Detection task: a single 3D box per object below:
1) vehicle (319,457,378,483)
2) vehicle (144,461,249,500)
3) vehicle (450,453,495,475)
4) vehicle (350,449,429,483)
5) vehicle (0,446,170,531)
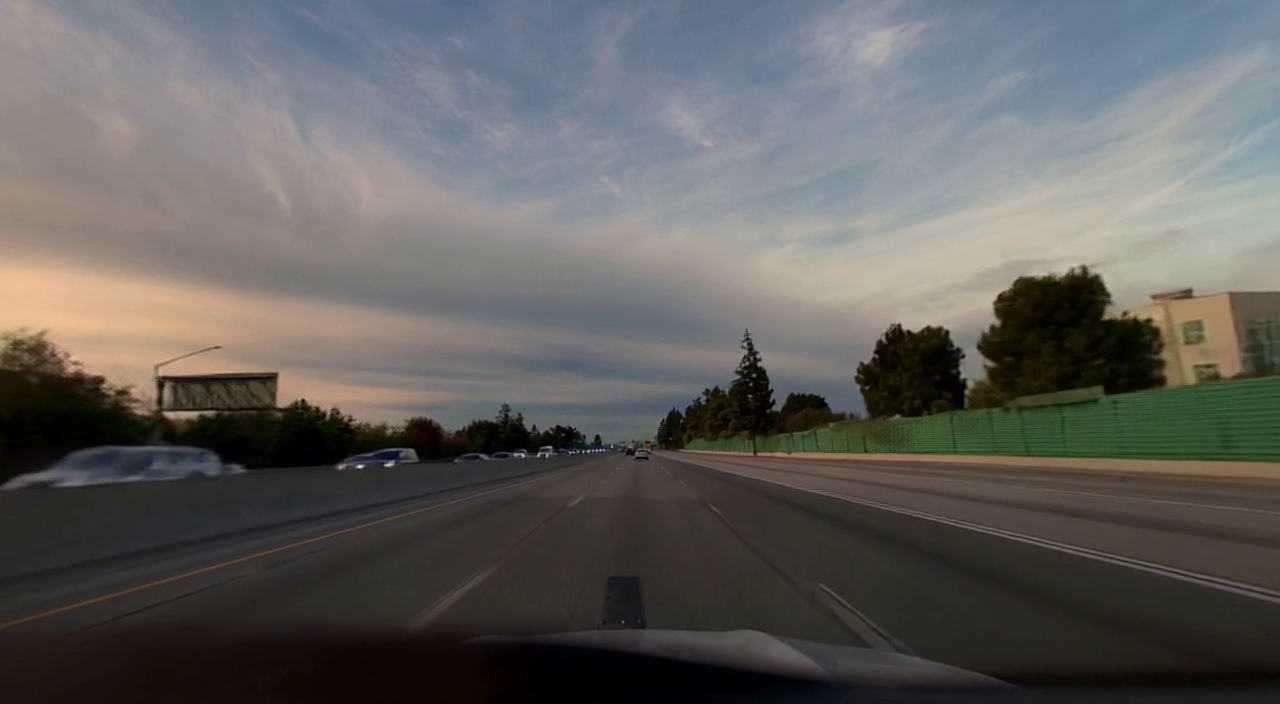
[{"bbox_3d":[-19.556,7.887,42.507,1.911,1.582,4.406,0,-9,-1],"label":"vehicle"},{"bbox_3d":[-19.907,5.761,28.529,1.819,1.524,3.973,0,-9,0],"label":"vehicle"},{"bbox_3d":[-12.247,8.193,46.260,1.971,1.437,4.488,0,-9,1],"label":"vehicle"},{"bbox_3d":[-12.045,5.485,30.636,1.986,1.494,4.310,0,-9,1],"label":"vehicle"},{"bbox_3d":[-11.875,2.640,12.663,1.796,1.442,3.938,0,-9,0],"label":"vehicle"}]
